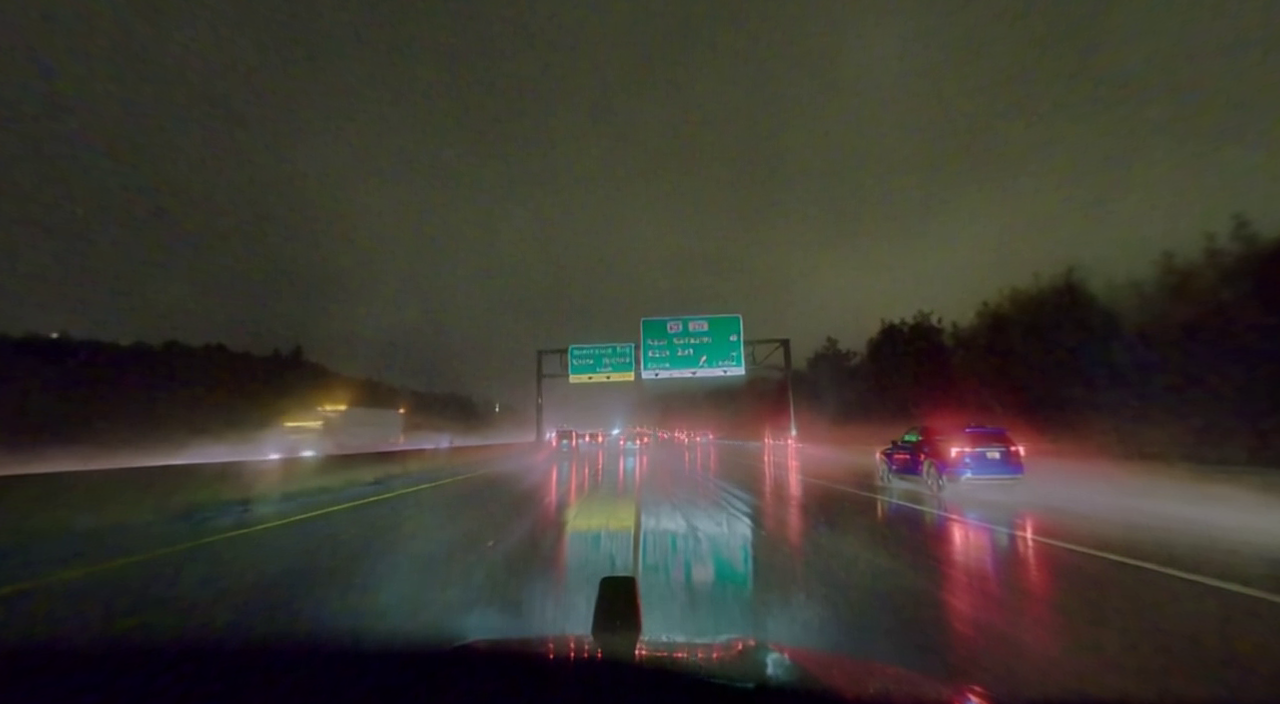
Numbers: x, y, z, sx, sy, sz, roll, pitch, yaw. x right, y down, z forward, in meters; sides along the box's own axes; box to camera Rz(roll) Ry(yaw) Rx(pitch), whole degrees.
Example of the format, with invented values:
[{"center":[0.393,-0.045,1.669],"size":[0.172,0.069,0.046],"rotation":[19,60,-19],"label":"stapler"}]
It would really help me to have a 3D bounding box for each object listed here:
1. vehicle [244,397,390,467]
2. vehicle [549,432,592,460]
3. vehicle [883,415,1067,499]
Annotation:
[{"center":[-21.556,5.608,43.599],"size":[2.899,4.010,14.107],"rotation":[-1,-8,-1],"label":"vehicle"},{"center":[-3.902,5.350,35.878],"size":[2.032,1.465,4.316],"rotation":[0,-8,-1],"label":"vehicle"},{"center":[7.376,2.334,14.380],"size":[1.956,1.634,3.935],"rotation":[0,-8,-1],"label":"vehicle"}]
